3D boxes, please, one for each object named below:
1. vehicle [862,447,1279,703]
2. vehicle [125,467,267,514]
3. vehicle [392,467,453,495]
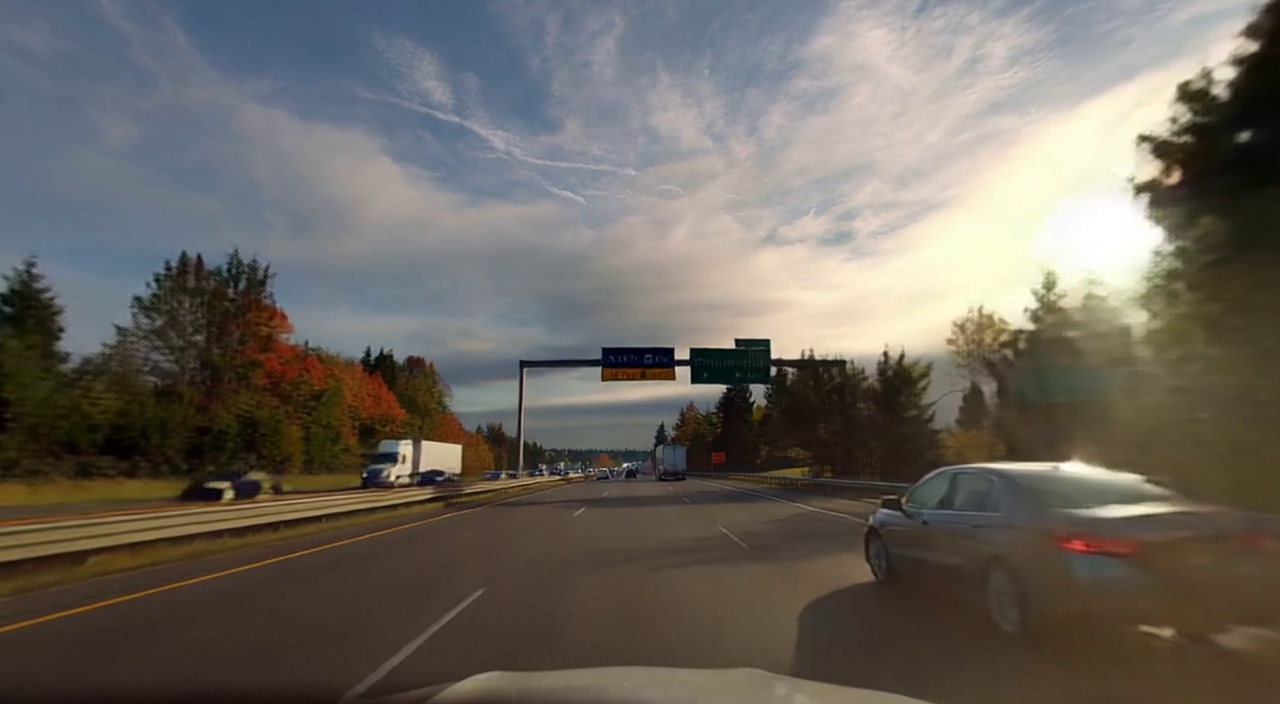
[{"bbox_3d":[3.942,1.715,5.847,2.051,1.472,4.547,1,-11,-1],"label":"vehicle"},{"bbox_3d":[-15.894,4.963,22.941,1.863,1.471,4.543,1,-11,0],"label":"vehicle"},{"bbox_3d":[-12.191,7.261,35.586,1.860,1.458,4.370,1,-11,0],"label":"vehicle"}]
